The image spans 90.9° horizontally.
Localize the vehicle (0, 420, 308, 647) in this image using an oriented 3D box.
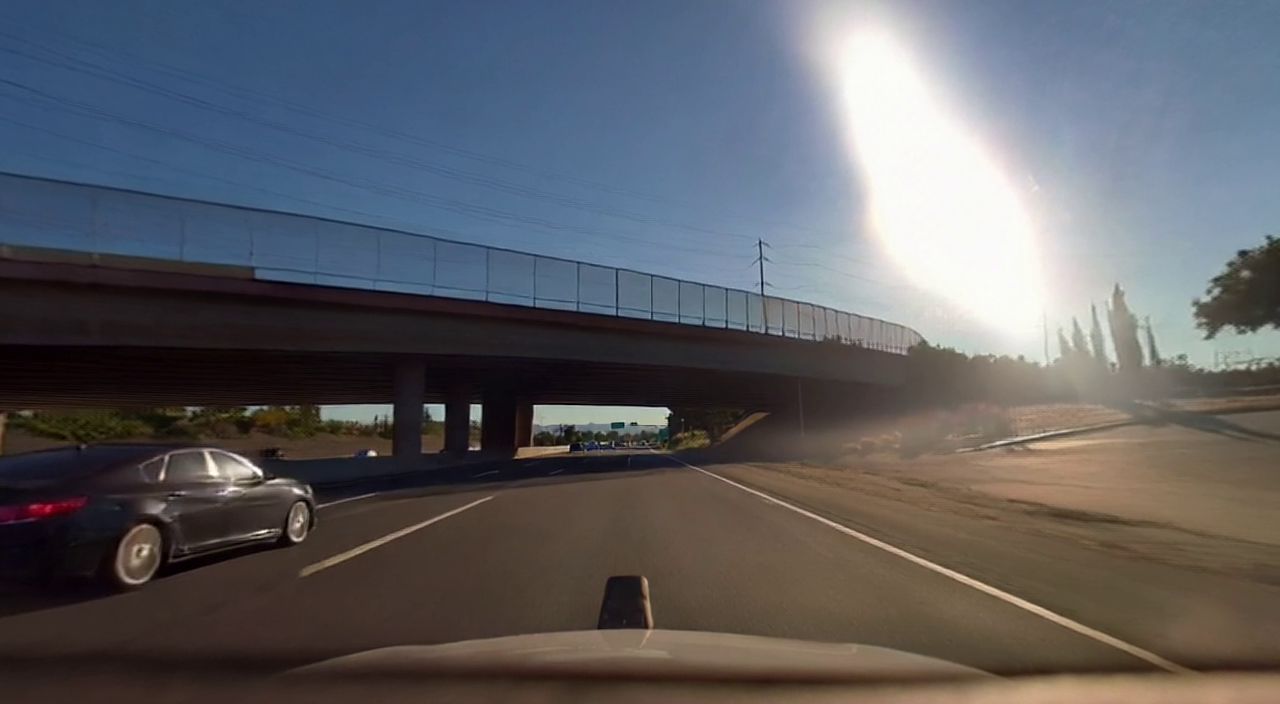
[{"bbox_3d":[-5.482,1.500,6.065,2.105,1.551,4.602,0,-8,-1],"label":"vehicle"}]
